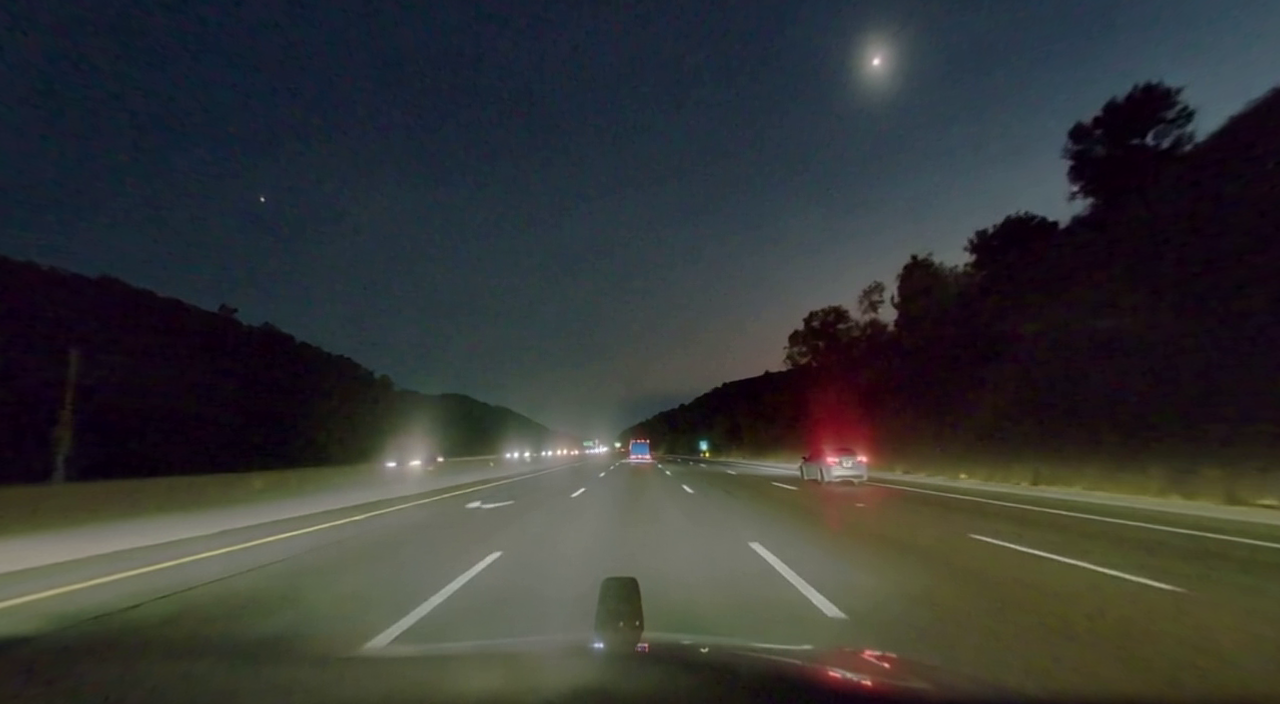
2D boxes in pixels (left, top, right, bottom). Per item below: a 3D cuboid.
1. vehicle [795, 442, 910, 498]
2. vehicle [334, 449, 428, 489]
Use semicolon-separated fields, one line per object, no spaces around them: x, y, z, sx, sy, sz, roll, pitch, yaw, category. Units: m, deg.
6.301;3.551;19.263;1.976;1.495;4.217;0;-9;-1;vehicle
-11.105;5.031;27.450;2.011;1.583;4.876;0;-9;0;vehicle
